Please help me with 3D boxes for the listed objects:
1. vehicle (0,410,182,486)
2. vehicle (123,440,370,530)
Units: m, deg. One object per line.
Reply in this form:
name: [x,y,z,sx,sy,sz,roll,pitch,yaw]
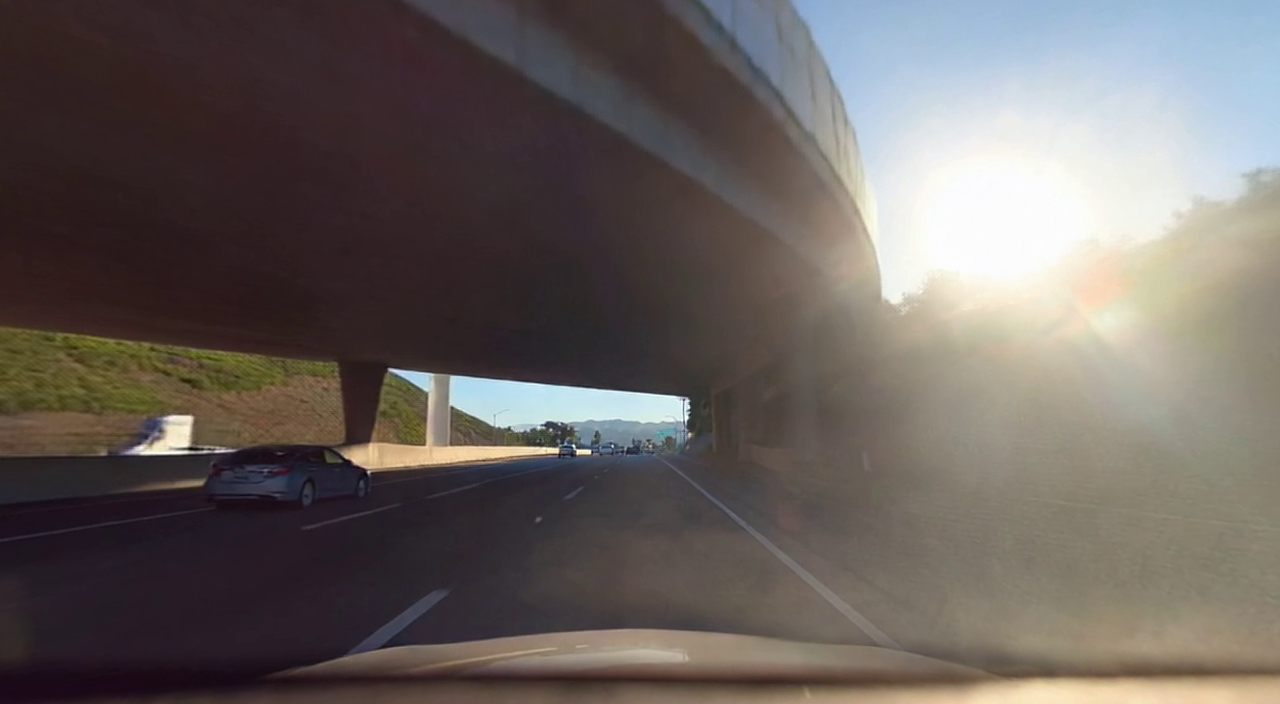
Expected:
vehicle: [-29.217,4.723,31.055,2.844,3.262,13.155,0,-8,2]
vehicle: [-7.468,2.525,12.643,1.949,1.465,4.563,0,-8,1]
